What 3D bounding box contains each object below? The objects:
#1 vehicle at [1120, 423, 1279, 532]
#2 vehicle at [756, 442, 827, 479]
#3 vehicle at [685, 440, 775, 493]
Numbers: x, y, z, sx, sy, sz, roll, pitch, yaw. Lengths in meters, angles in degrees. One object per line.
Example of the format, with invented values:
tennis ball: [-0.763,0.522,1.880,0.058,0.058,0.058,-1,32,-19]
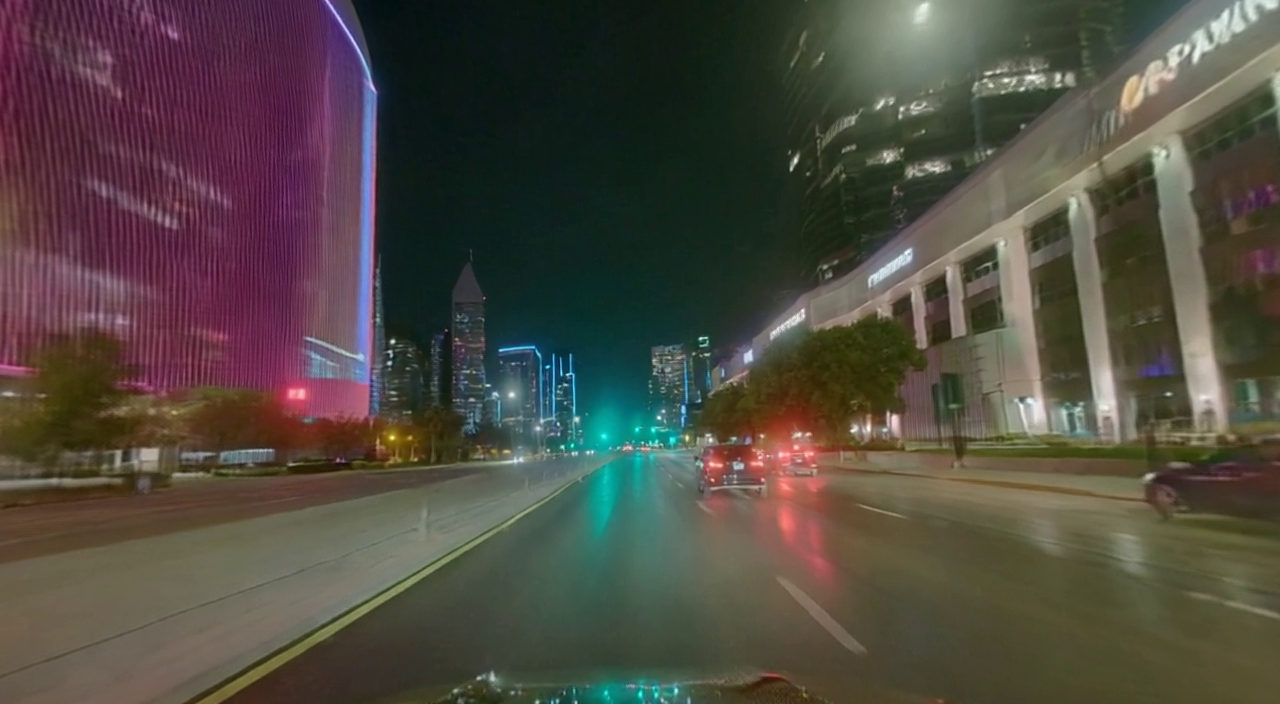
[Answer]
vehicle: [9.954,1.831,9.373,2.003,1.511,4.670,0,-8,0]
vehicle: [6.357,4.570,26.960,1.912,1.411,4.380,0,-8,0]
vehicle: [2.739,3.598,20.344,2.131,1.491,4.496,0,-8,-1]
